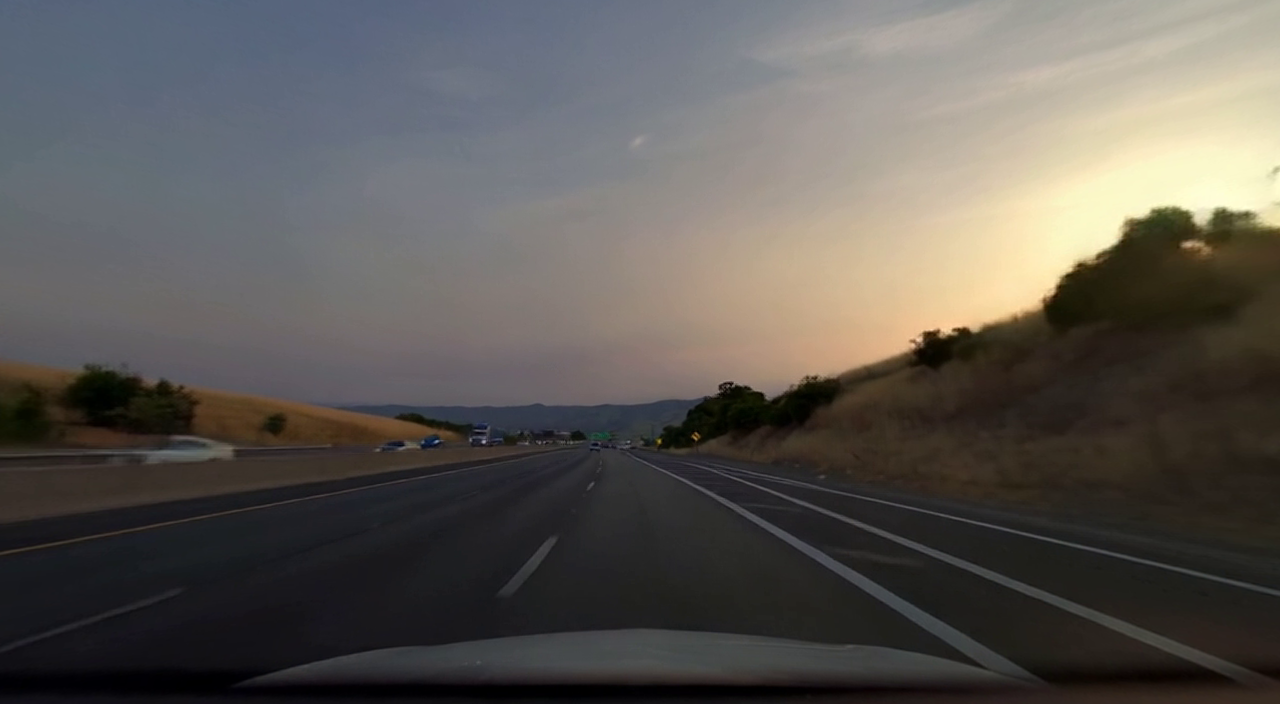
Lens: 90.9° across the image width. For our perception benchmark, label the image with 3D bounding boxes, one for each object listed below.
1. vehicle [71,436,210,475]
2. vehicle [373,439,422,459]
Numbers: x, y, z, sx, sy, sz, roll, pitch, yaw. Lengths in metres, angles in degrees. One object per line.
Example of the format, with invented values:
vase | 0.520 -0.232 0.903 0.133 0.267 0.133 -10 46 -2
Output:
vehicle | -20.794 4.316 26.594 1.944 1.479 4.827 0 -8 -1
vehicle | -18.468 7.397 48.286 1.950 1.463 4.621 0 -8 -1
